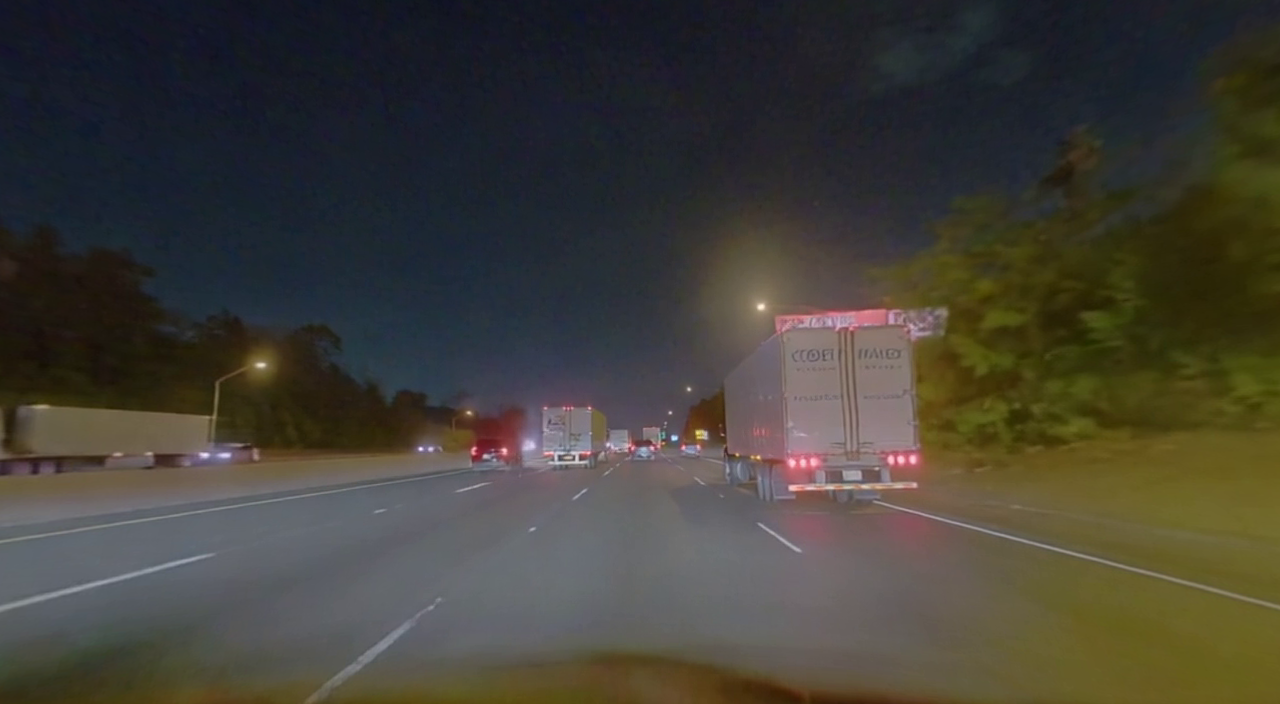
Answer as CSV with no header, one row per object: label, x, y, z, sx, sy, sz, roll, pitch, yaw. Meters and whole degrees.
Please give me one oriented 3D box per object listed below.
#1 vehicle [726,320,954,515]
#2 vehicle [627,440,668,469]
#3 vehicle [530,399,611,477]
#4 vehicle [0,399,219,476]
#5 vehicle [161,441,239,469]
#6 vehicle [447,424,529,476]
vehicle,4.047,1.698,15.064,2.895,3.484,7.631,0,-8,0
vehicle,0.424,5.596,34.533,2.105,1.502,4.068,0,-8,1
vehicle,-3.042,4.095,29.760,2.745,3.156,7.608,0,-8,2
vehicle,-35.305,5.825,42.263,2.870,4.177,16.369,0,-8,1
vehicle,-31.131,7.298,44.793,1.993,1.892,4.736,0,-8,1
vehicle,-6.944,4.582,29.585,2.322,2.195,5.556,0,-8,1
